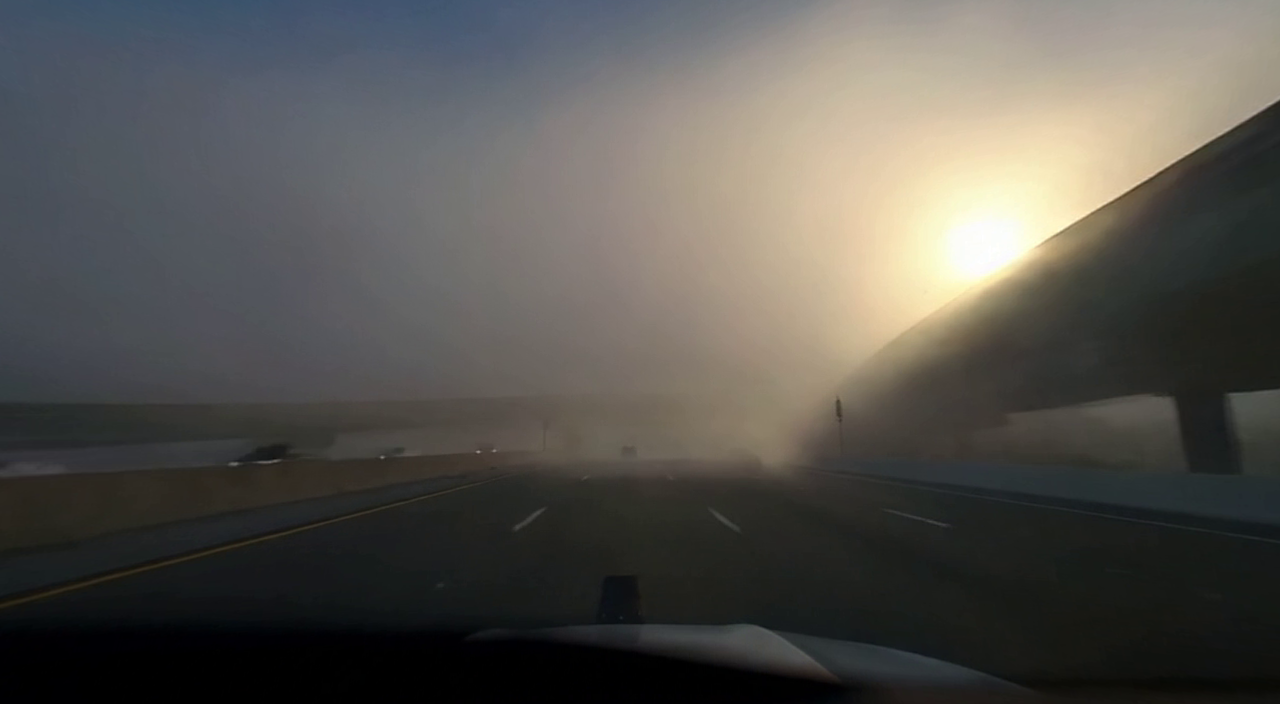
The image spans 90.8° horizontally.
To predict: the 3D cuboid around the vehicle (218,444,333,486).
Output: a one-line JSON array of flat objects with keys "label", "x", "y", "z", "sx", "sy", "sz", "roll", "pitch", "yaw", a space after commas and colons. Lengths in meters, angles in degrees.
[{"label": "vehicle", "x": -14.139, "y": 4.380, "z": 24.849, "sx": 1.916, "sy": 1.470, "sz": 4.449, "roll": 0, "pitch": -9, "yaw": -1}]
